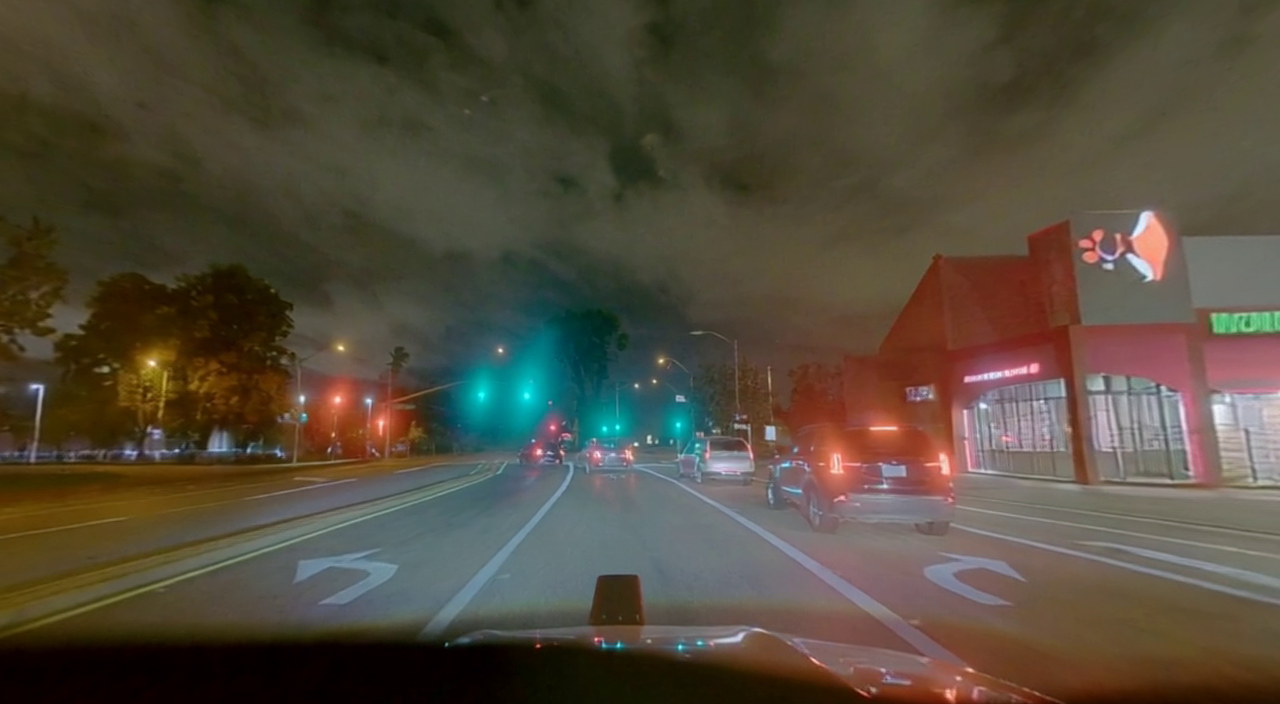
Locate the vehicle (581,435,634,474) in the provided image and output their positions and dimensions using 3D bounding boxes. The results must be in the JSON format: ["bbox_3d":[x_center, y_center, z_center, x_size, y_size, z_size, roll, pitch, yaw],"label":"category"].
[{"bbox_3d":[-1.477,4.364,27.134,2.068,1.512,3.987,1,-9,-6],"label":"vehicle"}]

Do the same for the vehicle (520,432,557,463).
[{"bbox_3d":[-7.210,6.737,45.107,2.462,2.079,5.117,1,-7,-9],"label":"vehicle"}]

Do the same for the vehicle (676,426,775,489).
[{"bbox_3d":[2.547,3.272,20.117,2.216,1.750,4.520,0,-8,-4],"label":"vehicle"}]

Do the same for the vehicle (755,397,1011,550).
[{"bbox_3d":[3.250,1.742,9.647,2.046,1.768,4.370,0,-8,-2],"label":"vehicle"}]
